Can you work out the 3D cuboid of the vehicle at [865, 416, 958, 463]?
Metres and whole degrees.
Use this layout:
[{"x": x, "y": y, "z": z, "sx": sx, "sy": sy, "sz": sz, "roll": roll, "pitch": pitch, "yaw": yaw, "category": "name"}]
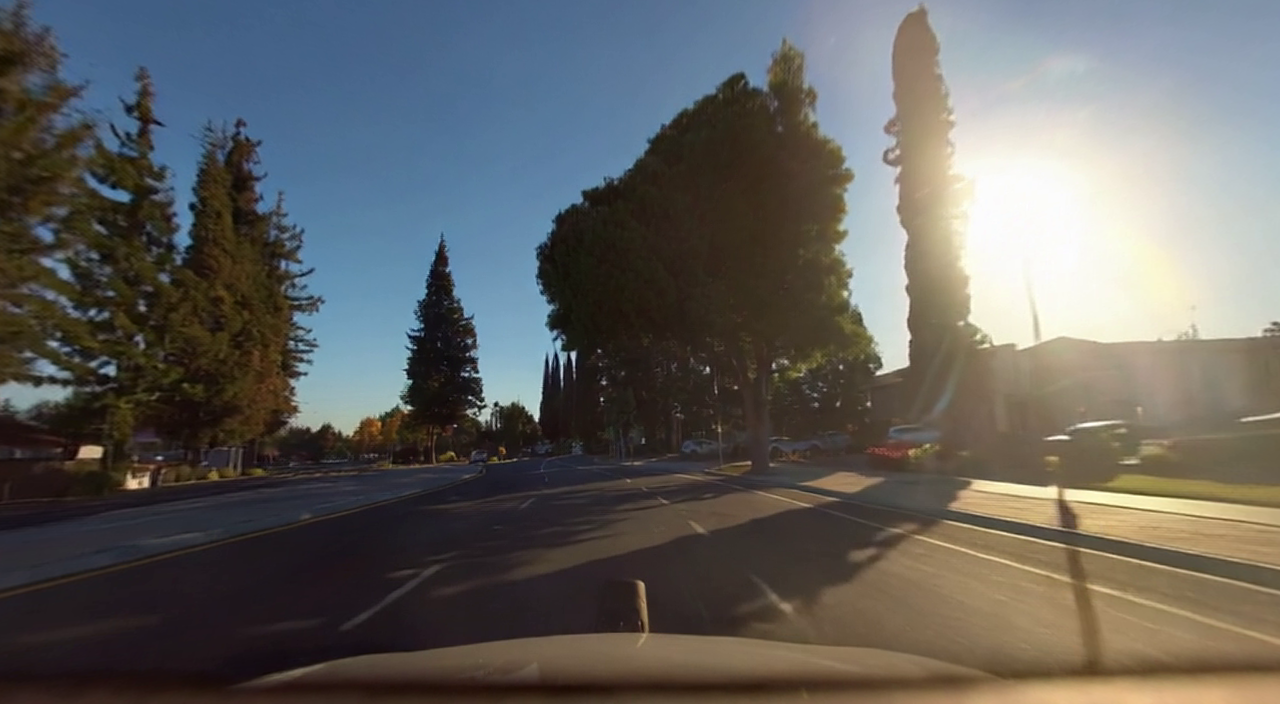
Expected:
[{"x": 12.143, "y": 3.911, "z": 28.056, "sx": 2.110, "sy": 1.863, "sz": 4.977, "roll": -11, "pitch": -13, "yaw": 41, "category": "vehicle"}]
